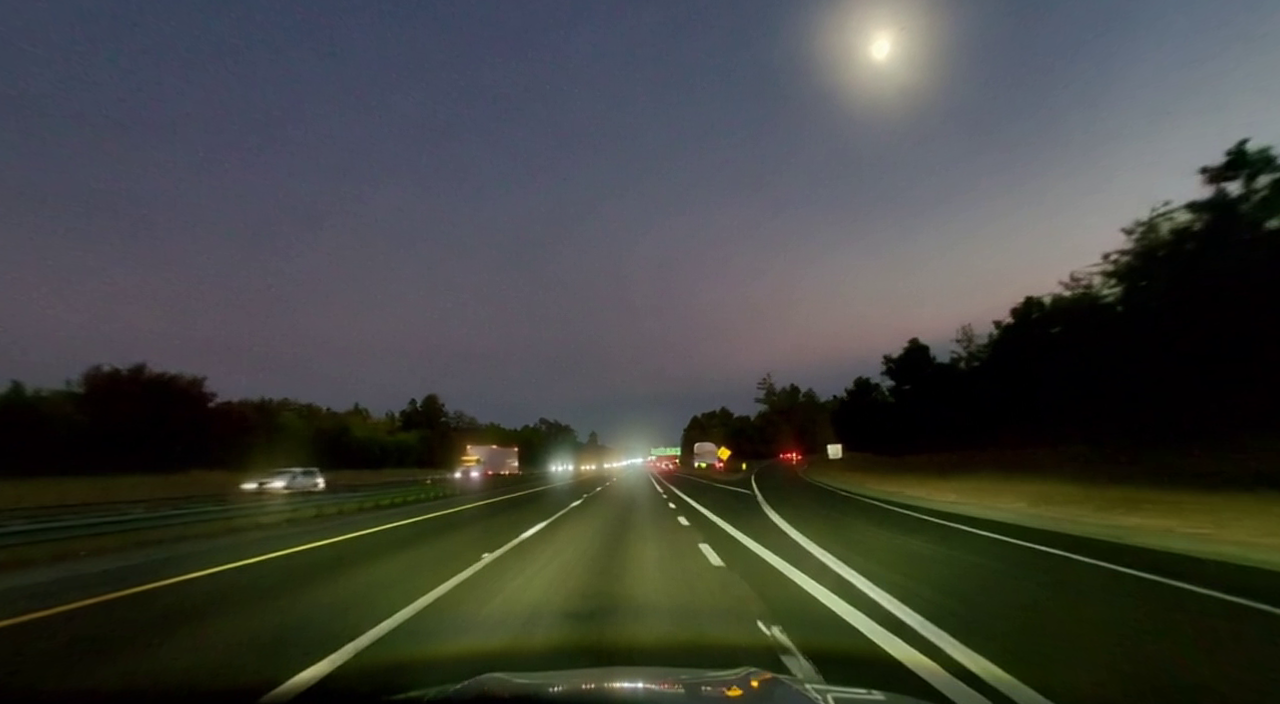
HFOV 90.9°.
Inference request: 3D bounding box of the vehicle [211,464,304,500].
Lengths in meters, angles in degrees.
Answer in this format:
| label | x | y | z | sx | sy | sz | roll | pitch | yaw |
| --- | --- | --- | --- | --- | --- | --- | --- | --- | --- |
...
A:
| label | x | y | z | sx | sy | sz | roll | pitch | yaw |
| --- | --- | --- | --- | --- | --- | --- | --- | --- | --- |
| vehicle | -17.038 | 5.798 | 28.286 | 1.738 | 1.435 | 3.776 | 1 | -10 | 1 |
